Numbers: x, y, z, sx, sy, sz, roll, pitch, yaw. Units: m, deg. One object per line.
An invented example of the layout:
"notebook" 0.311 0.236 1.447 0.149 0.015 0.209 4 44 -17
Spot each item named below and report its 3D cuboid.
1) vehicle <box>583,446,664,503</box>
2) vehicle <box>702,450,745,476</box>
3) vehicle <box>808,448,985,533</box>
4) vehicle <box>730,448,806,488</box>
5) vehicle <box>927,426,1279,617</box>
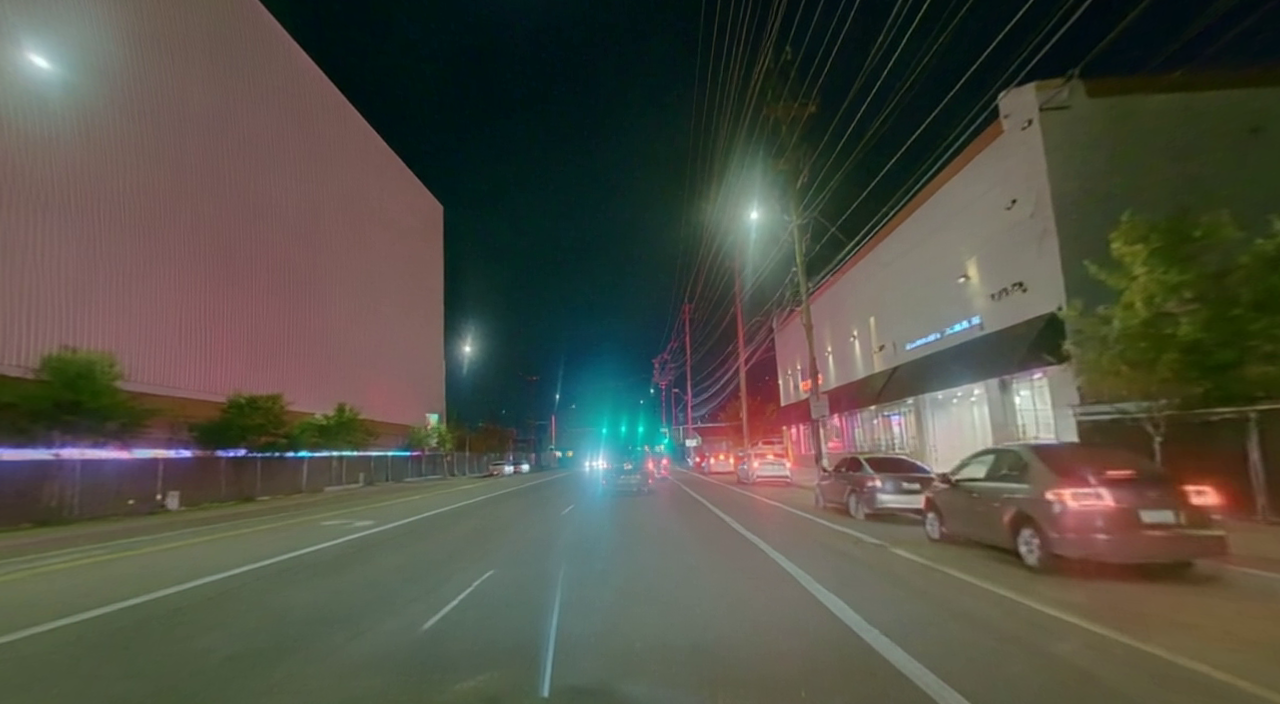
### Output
"vehicle" -0.413 3.508 18.579 2.116 1.479 3.980 0 -8 0
"vehicle" 5.209 7.013 40.118 1.987 1.459 4.677 0 -8 -1
"vehicle" 4.997 2.721 13.069 1.761 1.413 4.272 0 -8 -2
"vehicle" 5.261 4.819 26.659 2.108 1.471 4.948 0 -8 -1
"vehicle" 5.121 1.717 7.299 1.779 1.592 3.740 0 -8 -1
